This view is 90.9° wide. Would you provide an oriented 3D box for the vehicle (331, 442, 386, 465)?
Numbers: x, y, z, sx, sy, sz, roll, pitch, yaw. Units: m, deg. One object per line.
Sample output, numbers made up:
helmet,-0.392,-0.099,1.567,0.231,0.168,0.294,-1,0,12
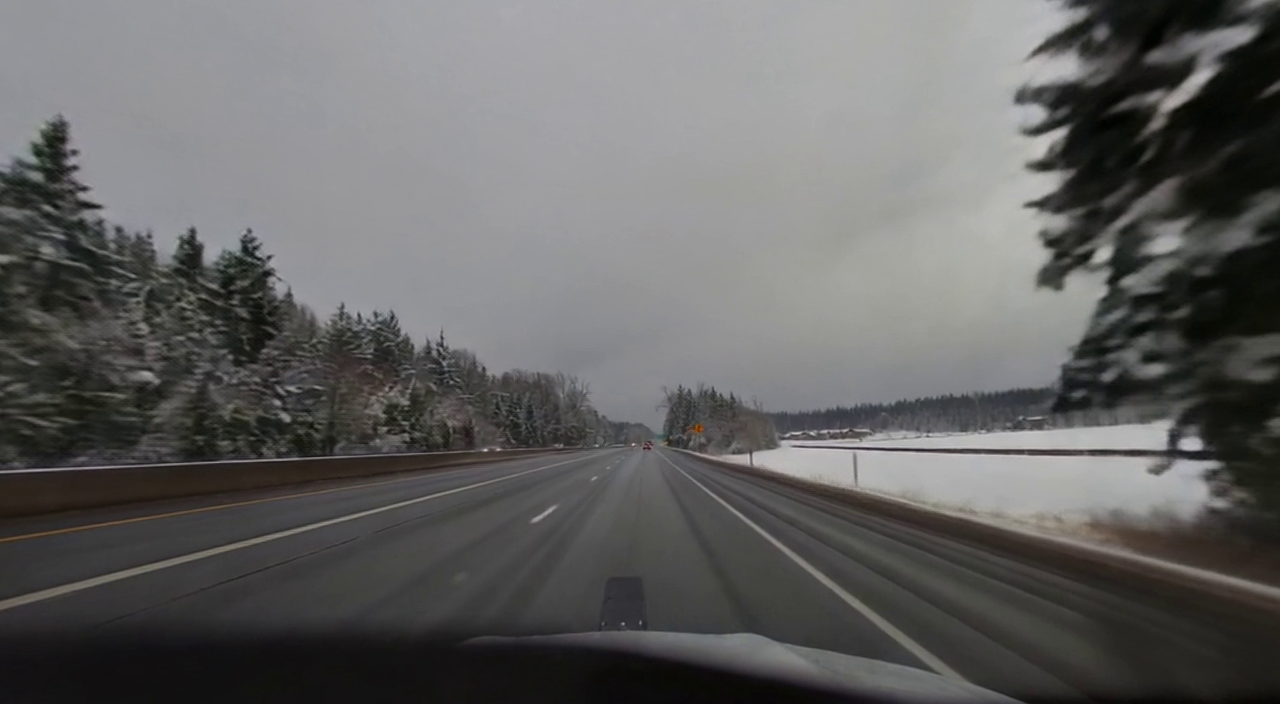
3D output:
vehicle,-20.965,7.567,47.151,1.961,1.601,4.497,0,-8,1
